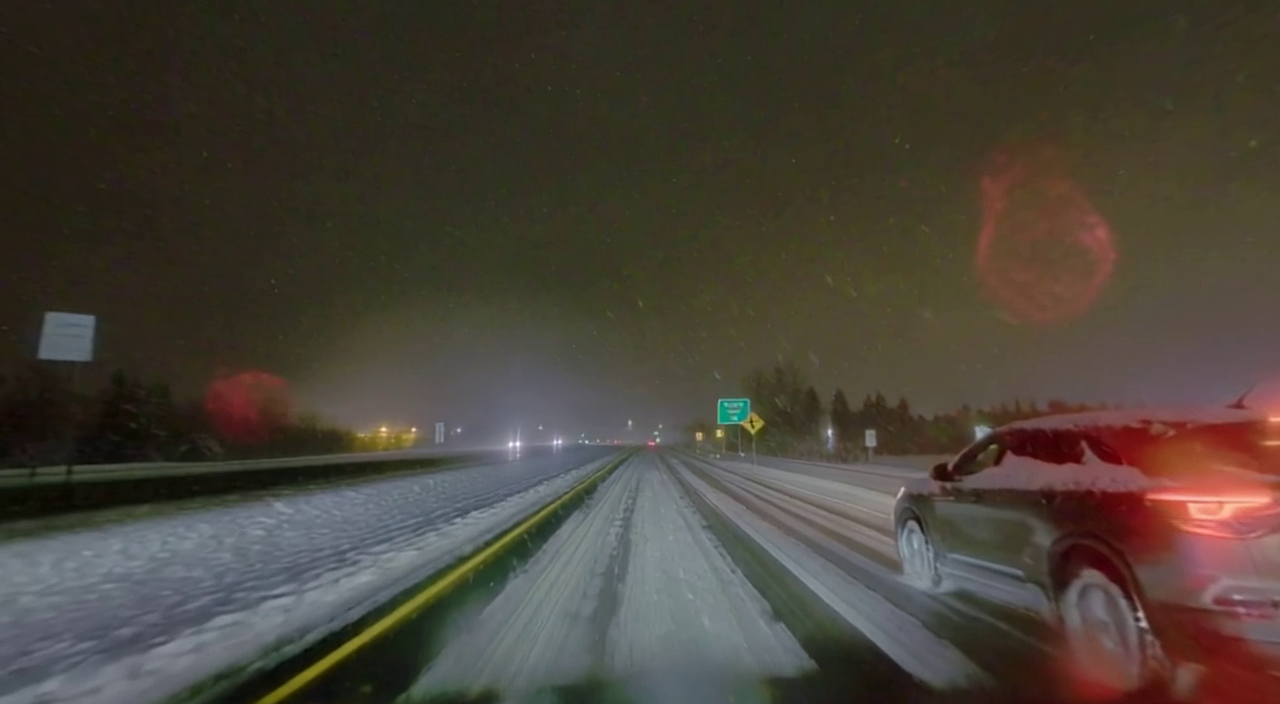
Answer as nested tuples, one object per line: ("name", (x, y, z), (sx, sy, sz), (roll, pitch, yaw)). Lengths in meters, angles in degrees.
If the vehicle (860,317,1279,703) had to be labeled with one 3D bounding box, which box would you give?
("vehicle", (3.206, 1.027, 4.103), (2.059, 1.715, 4.192), (0, -8, 1))
